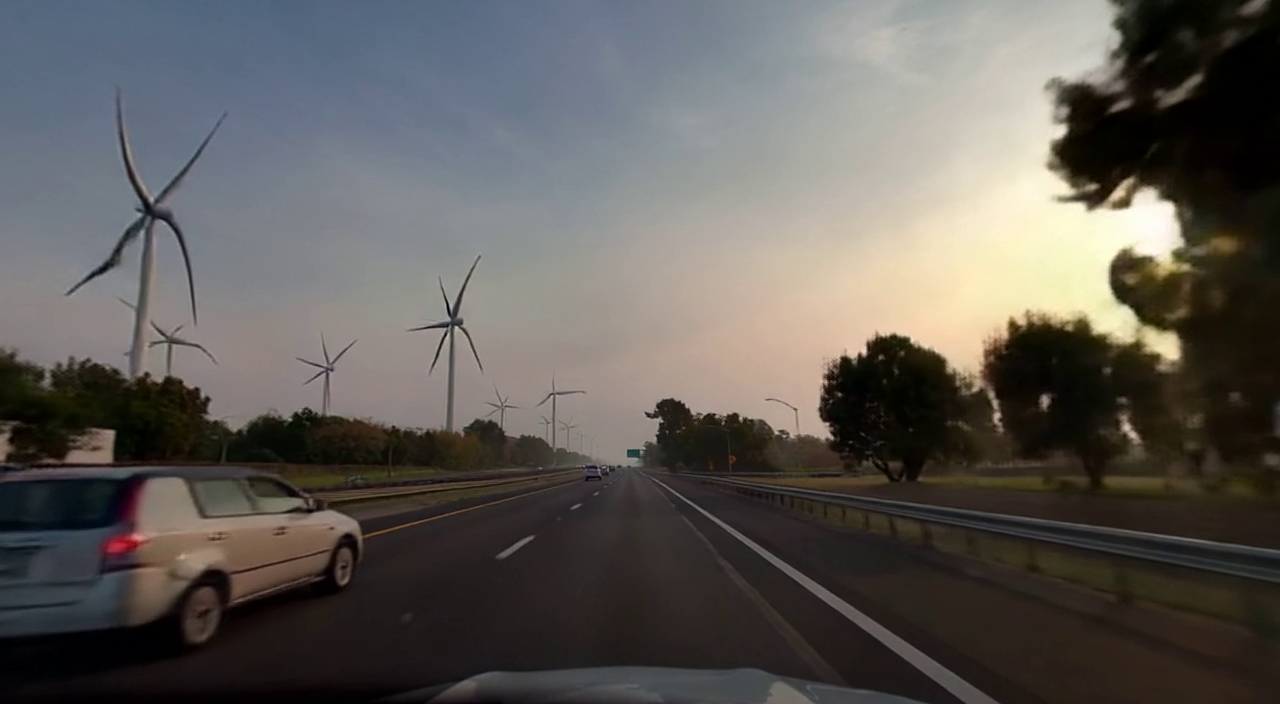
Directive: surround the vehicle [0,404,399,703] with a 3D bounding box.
[{"bbox_3d":[-3.408,1.255,4.101,2.001,1.486,4.104,1,-10,0],"label":"vehicle"}]
